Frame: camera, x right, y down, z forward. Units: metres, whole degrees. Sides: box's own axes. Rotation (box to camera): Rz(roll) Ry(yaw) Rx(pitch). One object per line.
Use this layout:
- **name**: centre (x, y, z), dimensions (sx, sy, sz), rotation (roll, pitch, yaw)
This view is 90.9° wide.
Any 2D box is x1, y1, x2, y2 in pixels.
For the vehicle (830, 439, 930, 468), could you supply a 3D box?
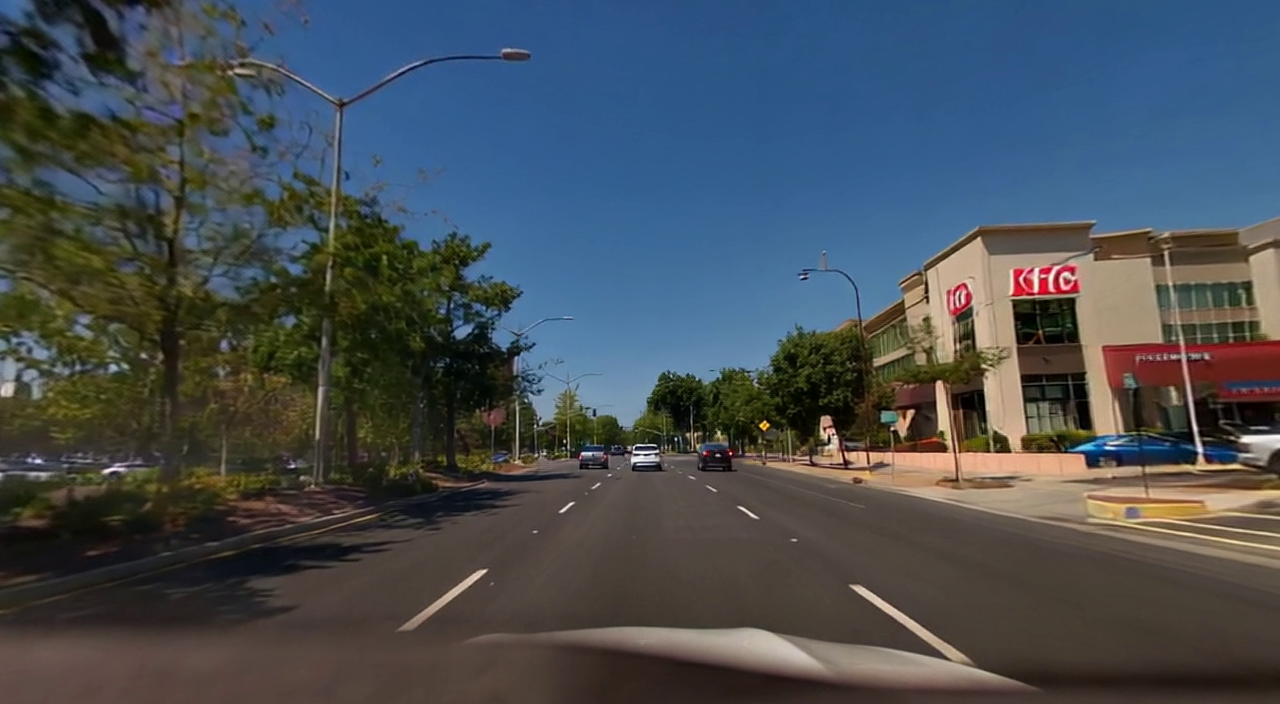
- **vehicle**: centre (12.696, 5.392, 33.633), dimensions (4.622, 1.469, 1.934), rotation (-2, -9, 8)

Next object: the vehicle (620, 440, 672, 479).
- **vehicle**: centre (0.219, 4.556, 26.967), dimensions (2.059, 1.477, 4.216), rotation (0, -8, 0)

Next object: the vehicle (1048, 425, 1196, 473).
- **vehicle**: centre (18.403, 3.742, 24.428), dimensions (1.927, 1.674, 4.638), rotation (0, -8, -2)

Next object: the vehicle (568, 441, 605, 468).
- **vehicle**: centre (-3.336, 6.503, 40.218), dimensions (1.995, 1.607, 4.086), rotation (0, -8, 0)

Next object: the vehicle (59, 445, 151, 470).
- **vehicle**: centre (-36.296, 7.167, 42.835), dimensions (4.357, 1.591, 1.981), rotation (0, -9, -2)

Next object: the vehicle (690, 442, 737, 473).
- **vehicle**: centre (3.756, 5.462, 32.935), dimensions (2.012, 1.462, 4.400), rotation (0, -8, 1)

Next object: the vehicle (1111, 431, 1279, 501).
- **vehicle**: centre (14.909, 2.846, 16.215), dimensions (2.099, 1.526, 4.555), rotation (-1, -8, 1)
